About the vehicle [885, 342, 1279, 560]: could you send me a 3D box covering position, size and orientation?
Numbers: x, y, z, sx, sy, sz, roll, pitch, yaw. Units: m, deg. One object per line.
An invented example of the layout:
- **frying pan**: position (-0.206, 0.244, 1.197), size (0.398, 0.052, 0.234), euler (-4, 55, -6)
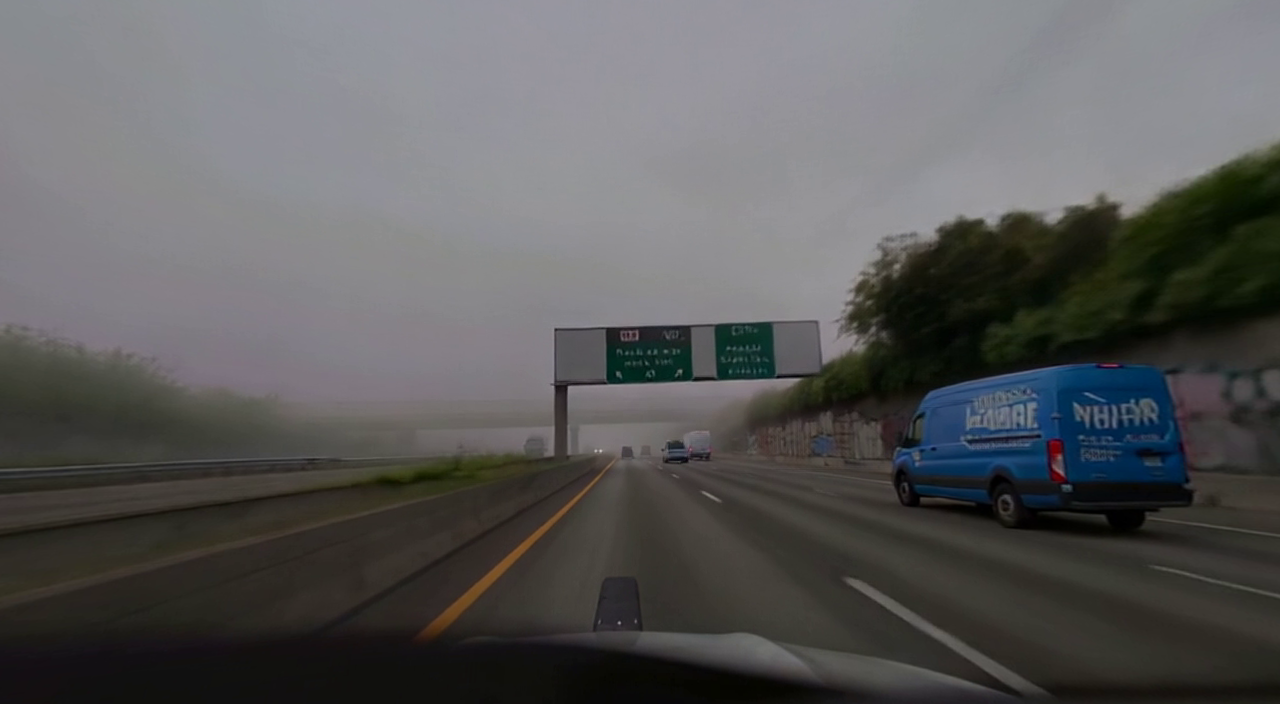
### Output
- **vehicle**: position (6.516, 1.612, 10.555), size (2.283, 2.631, 5.719), euler (0, -9, -2)

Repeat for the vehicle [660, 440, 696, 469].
- **vehicle**: position (2.665, 7.305, 45.012), size (2.007, 1.943, 5.010), euler (0, -9, -3)
